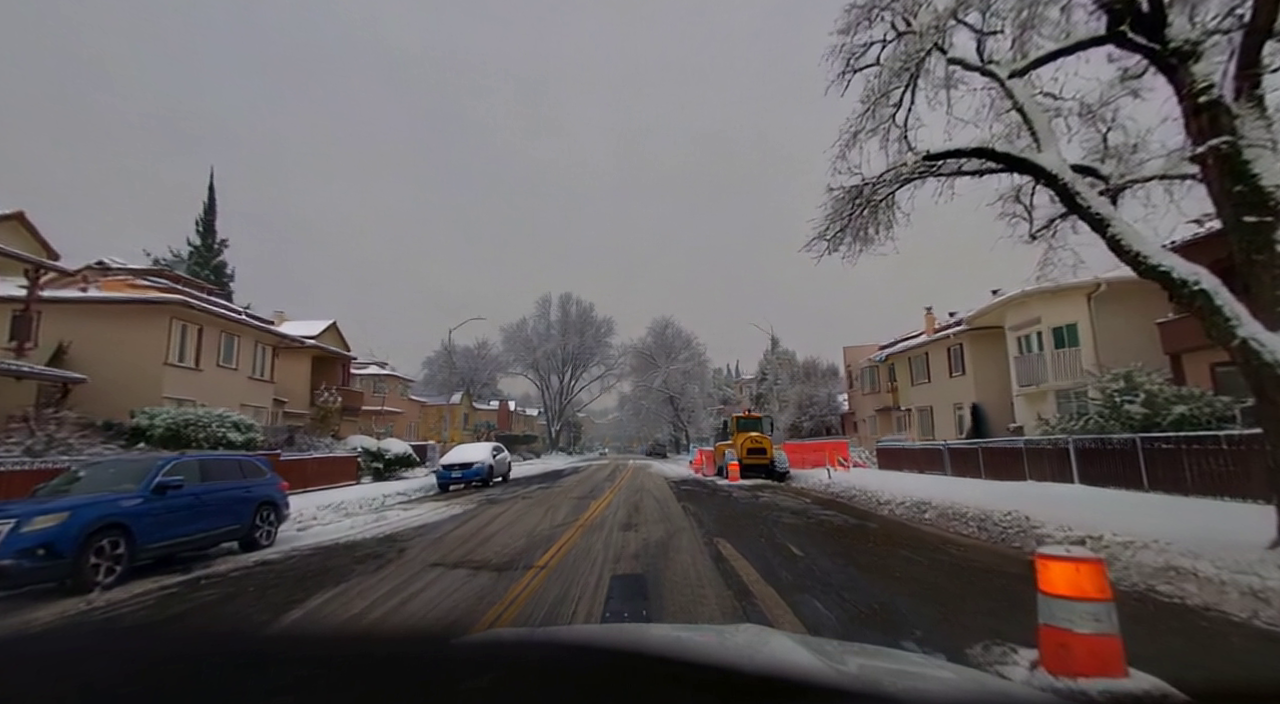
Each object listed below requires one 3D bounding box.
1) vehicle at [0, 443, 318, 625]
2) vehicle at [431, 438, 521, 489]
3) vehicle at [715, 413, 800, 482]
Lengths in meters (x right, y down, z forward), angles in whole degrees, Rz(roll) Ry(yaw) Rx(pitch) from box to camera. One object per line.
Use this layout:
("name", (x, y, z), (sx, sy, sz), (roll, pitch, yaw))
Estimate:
("vehicle", (-6.455, 1.996, 8.149), (1.974, 1.479, 4.888), (0, -7, 1))
("vehicle", (-6.368, 4.357, 25.179), (2.220, 1.765, 4.799), (0, -7, 1))
("vehicle", (4.723, 3.890, 25.925), (2.501, 2.613, 3.505), (1, -8, -6))
